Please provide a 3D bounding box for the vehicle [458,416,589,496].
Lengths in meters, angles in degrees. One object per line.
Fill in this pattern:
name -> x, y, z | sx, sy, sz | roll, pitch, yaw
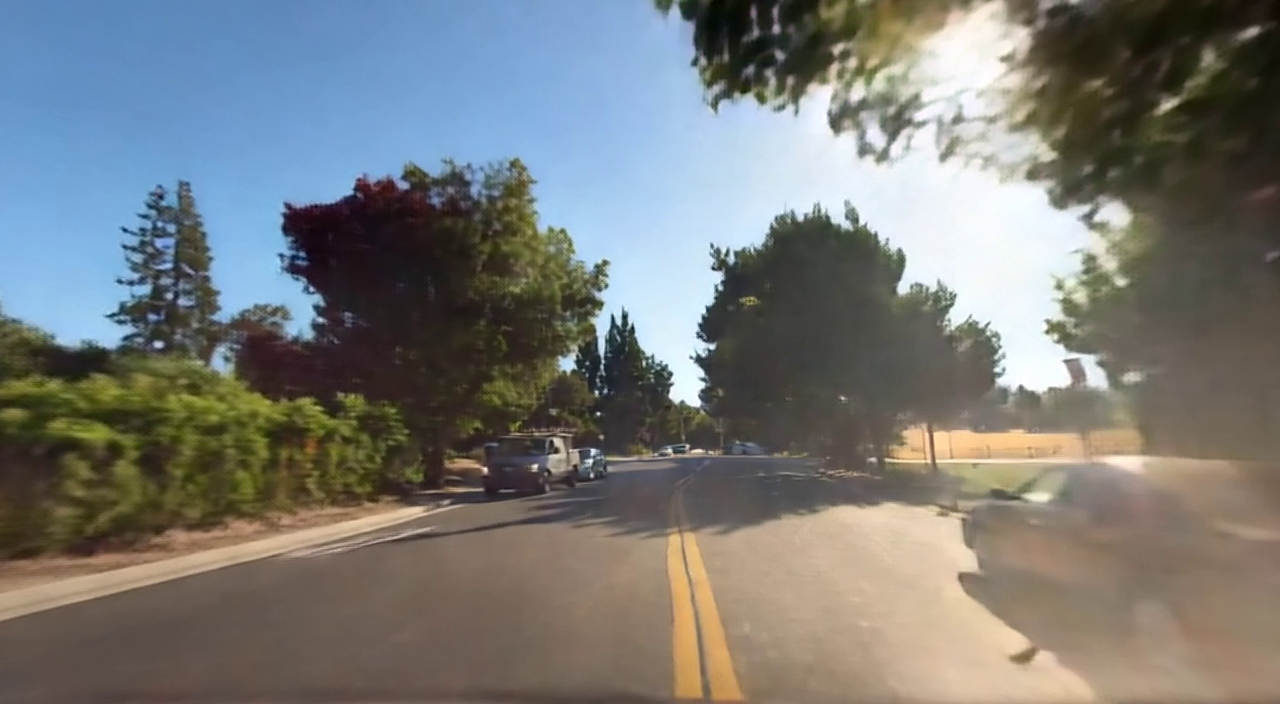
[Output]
vehicle -> -3.680, 3.628, 21.266 | 2.583, 2.167, 5.667 | -5, -12, 8

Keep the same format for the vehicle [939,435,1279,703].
vehicle -> 4.260, 1.389, 4.905 | 2.033, 1.424, 4.560 | -1, -8, 6
